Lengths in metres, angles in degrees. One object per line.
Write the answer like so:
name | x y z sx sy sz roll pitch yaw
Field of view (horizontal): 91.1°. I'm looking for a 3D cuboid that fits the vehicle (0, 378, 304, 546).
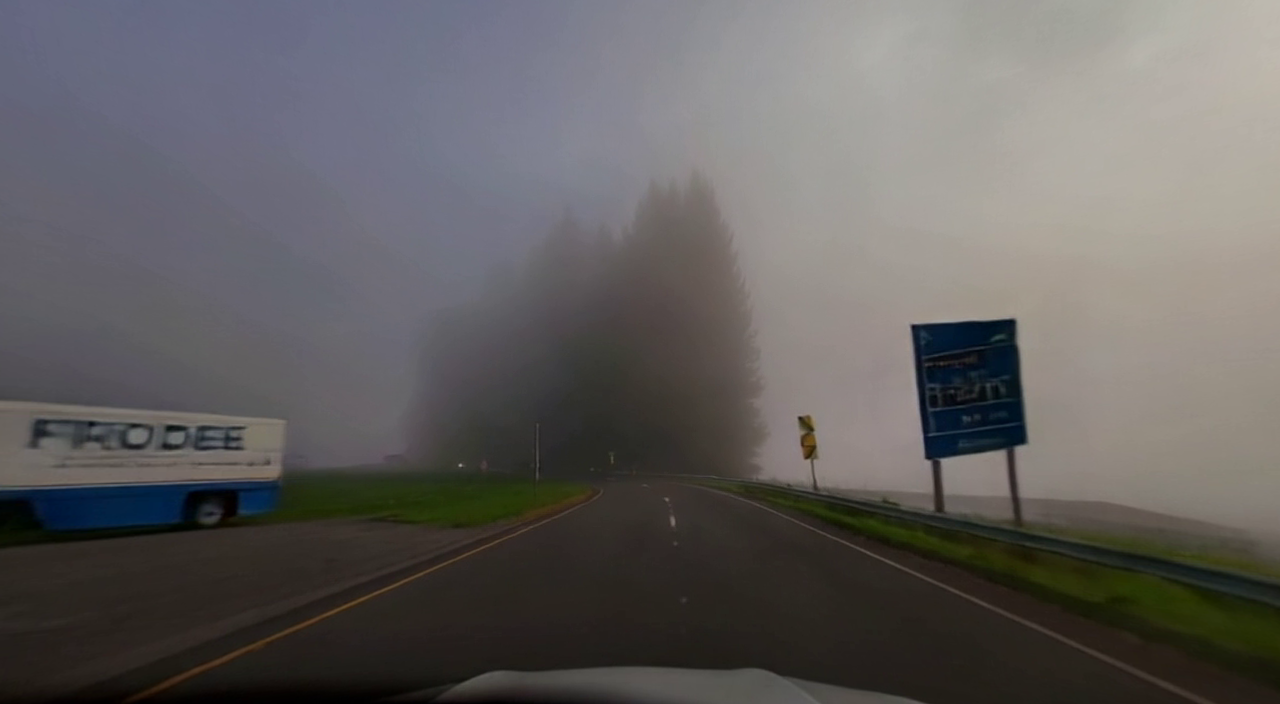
vehicle | -15.238 3.413 19.392 2.935 4.083 7.922 -5 -12 27
